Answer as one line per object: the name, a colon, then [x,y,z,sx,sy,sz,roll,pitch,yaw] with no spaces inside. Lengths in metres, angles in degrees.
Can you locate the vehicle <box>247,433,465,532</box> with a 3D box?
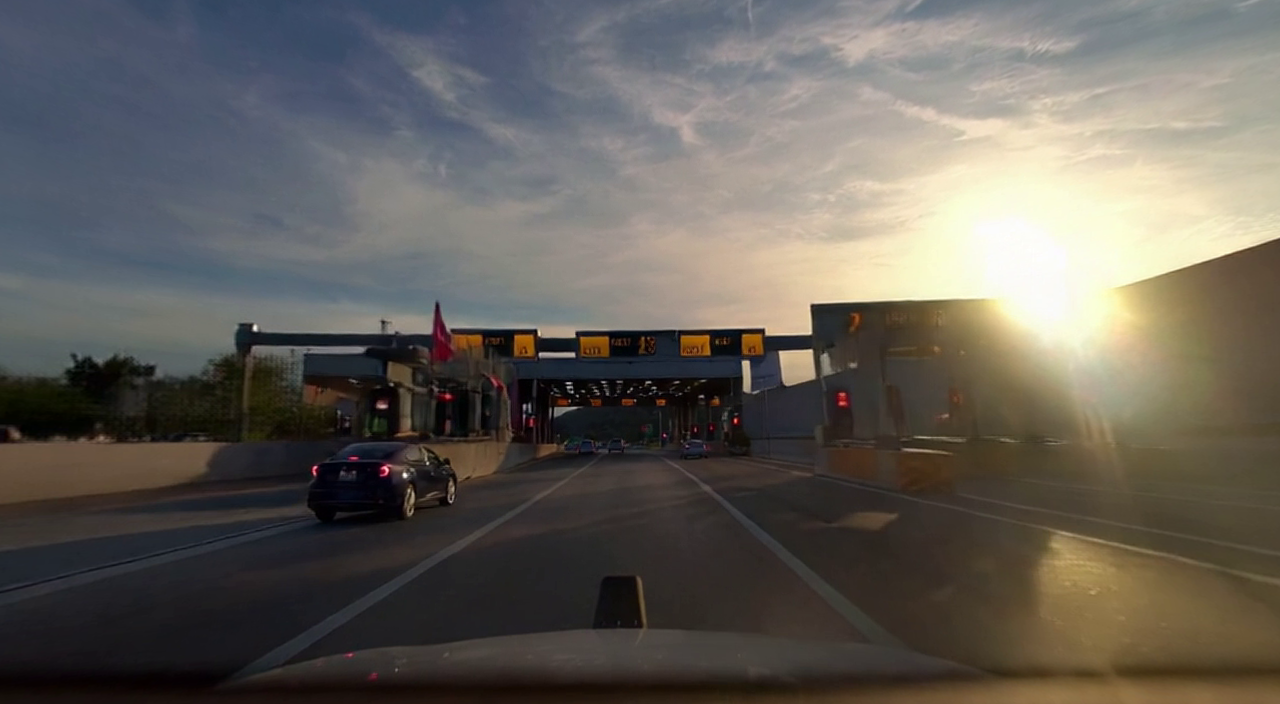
vehicle: [-4.860,2.270,11.676,1.981,1.465,4.334,0,-8,0]

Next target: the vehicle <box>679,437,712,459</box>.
vehicle: [4.244,7.488,49.236,2.072,1.639,4.919,0,-8,-1]
